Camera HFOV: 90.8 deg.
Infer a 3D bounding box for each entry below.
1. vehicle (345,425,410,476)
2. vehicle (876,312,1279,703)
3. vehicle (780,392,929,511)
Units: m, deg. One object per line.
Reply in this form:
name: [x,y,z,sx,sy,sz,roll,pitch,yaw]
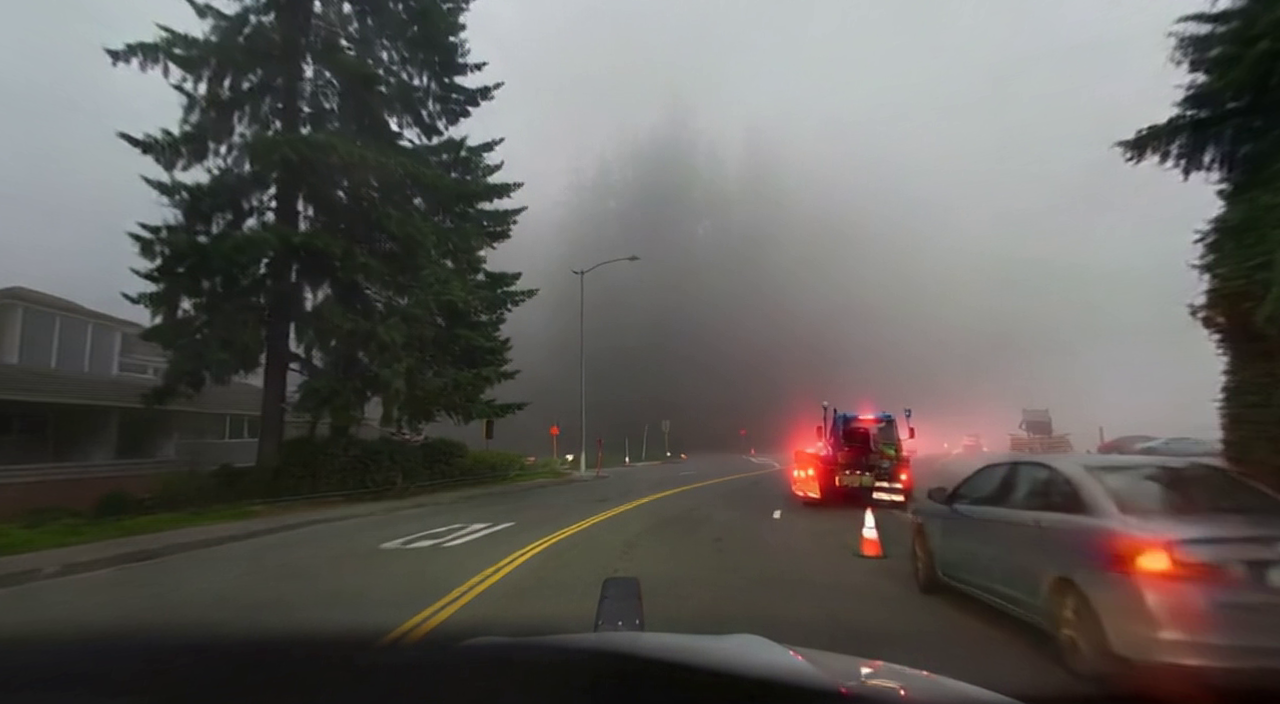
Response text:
vehicle: [-13.536,5.079,32.748,2.665,2.465,1.532,4,-8,-12]
vehicle: [3.418,1.070,5.109,1.913,2.241,3.024,-1,-7,3]
vehicle: [5.957,2.647,17.595,3.098,2.601,6.758,-3,-8,19]
